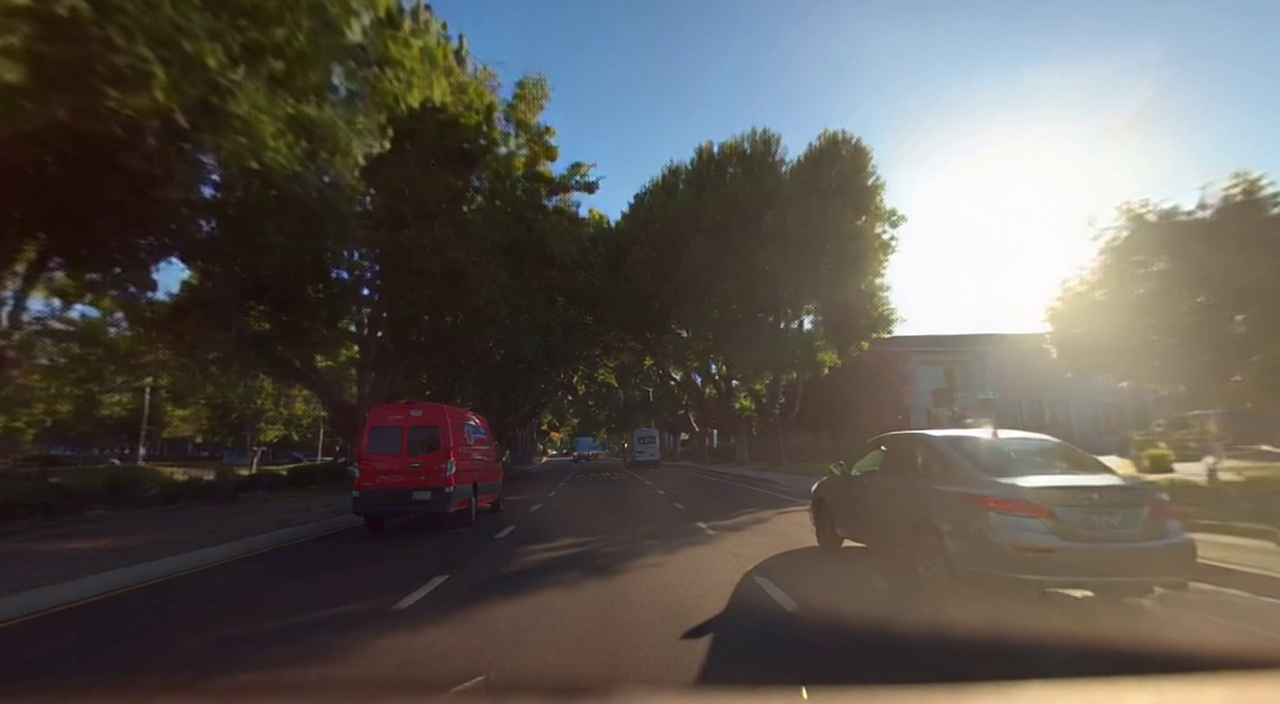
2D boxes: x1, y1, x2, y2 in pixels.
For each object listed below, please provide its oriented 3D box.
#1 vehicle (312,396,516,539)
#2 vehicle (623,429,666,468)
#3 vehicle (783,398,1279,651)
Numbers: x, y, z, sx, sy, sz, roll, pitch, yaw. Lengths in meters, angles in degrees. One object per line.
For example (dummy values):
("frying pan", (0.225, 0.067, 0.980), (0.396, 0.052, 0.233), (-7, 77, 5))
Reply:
("vehicle", (-3.982, 2.143, 12.250), (2.420, 2.227, 4.499), (0, -9, -2))
("vehicle", (0.219, 6.839, 44.738), (2.397, 2.566, 5.324), (1, -9, -6))
("vehicle", (3.172, 1.489, 6.586), (2.087, 1.658, 4.612), (0, -9, -2))
